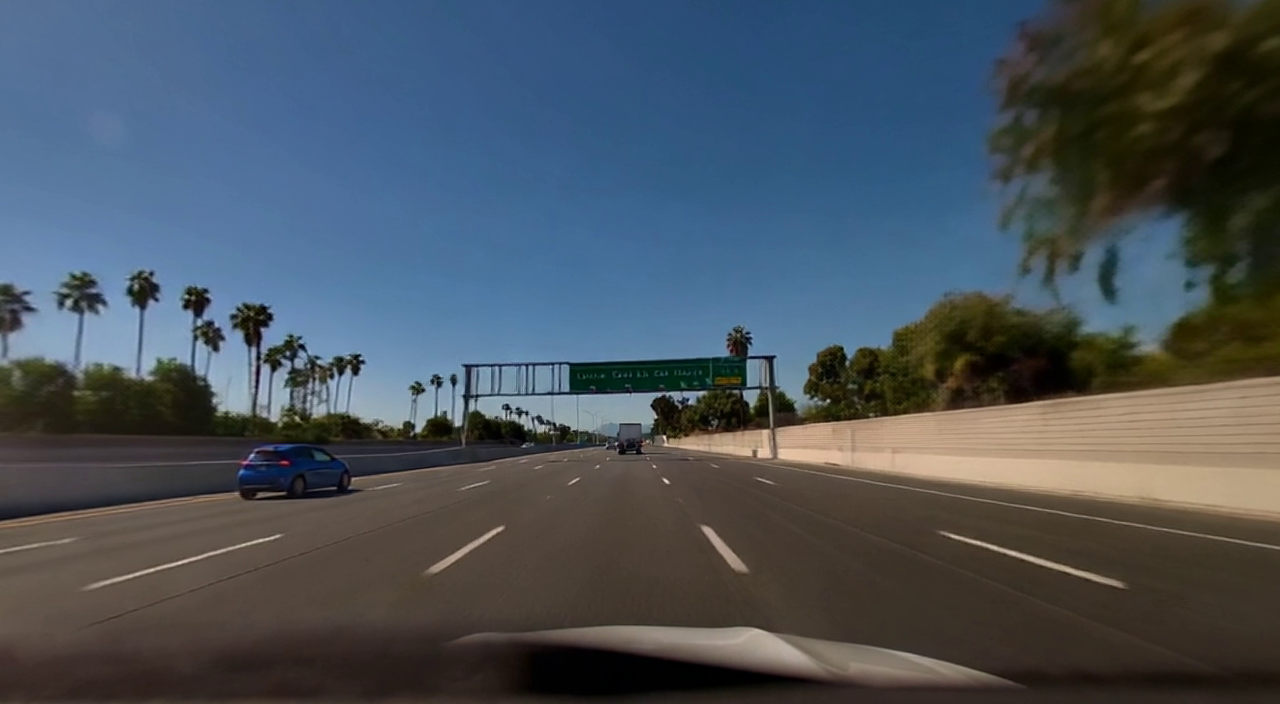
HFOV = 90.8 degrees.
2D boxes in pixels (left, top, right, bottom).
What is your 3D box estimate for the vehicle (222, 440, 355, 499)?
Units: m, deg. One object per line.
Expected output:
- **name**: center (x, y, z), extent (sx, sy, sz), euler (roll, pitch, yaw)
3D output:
- **vehicle**: center (-11.013, 3.665, 20.178), extent (1.897, 1.653, 4.113), euler (0, -8, -1)
